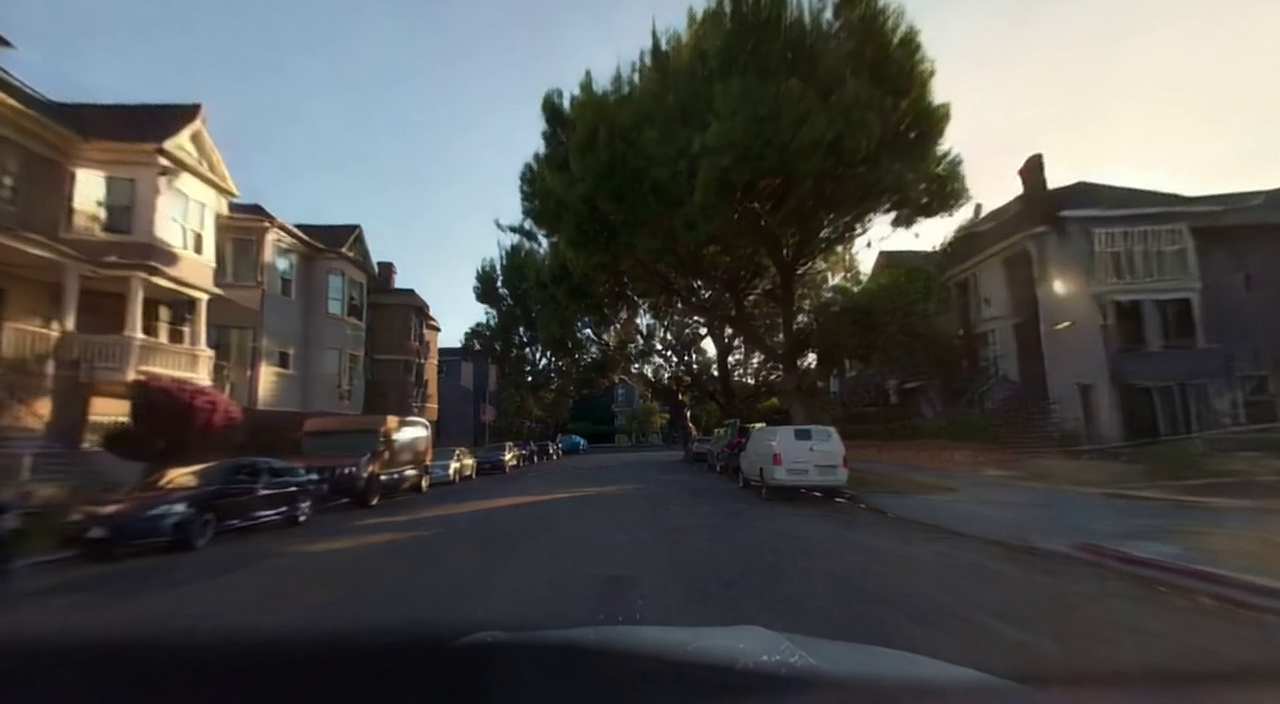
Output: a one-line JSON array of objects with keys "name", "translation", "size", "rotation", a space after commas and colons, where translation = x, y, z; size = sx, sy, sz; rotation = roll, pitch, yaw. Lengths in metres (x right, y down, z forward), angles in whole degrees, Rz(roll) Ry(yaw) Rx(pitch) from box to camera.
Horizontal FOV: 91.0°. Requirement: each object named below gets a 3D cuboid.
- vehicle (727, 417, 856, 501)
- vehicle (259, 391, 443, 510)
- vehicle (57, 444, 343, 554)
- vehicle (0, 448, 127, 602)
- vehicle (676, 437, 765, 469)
[{"name": "vehicle", "translation": [3.934, 2.907, 17.441], "size": [2.216, 1.955, 4.970], "rotation": [0, -8, -2]}, {"name": "vehicle", "translation": [-7.503, 2.732, 17.307], "size": [2.341, 2.674, 5.753], "rotation": [-1, -10, -1]}, {"name": "vehicle", "translation": [-7.181, 2.385, 10.969], "size": [1.953, 1.501, 4.125], "rotation": [-1, -9, 1]}, {"name": "vehicle", "translation": [-7.183, 1.613, 5.537], "size": [1.832, 1.483, 4.140], "rotation": [-1, -9, 0]}, {"name": "vehicle", "translation": [4.668, 5.838, 36.687], "size": [4.726, 1.731, 2.075], "rotation": [-4, -10, 28]}]
